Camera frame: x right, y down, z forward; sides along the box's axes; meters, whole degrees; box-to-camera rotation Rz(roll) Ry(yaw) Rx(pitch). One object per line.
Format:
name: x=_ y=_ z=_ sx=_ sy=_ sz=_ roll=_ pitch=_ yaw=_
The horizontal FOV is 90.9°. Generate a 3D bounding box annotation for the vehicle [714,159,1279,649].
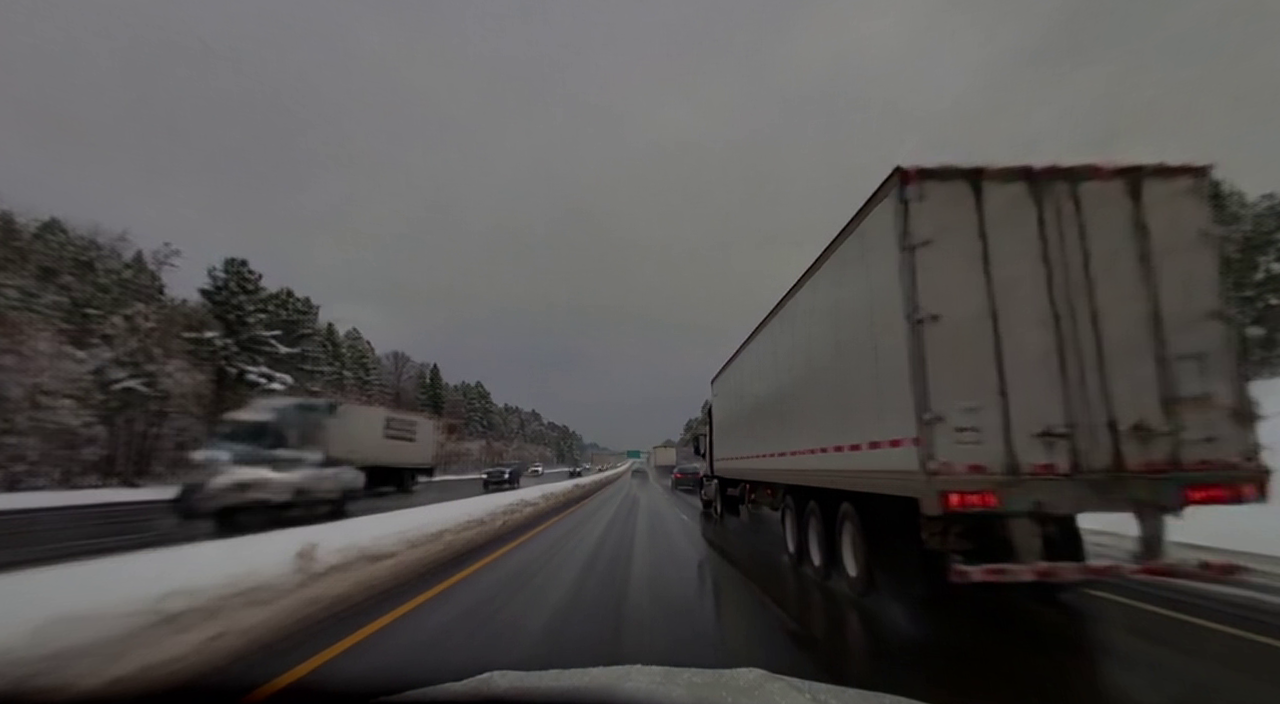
vehicle: x=3.714 y=1.563 z=12.199 sx=2.863 sy=4.088 sz=14.040 roll=1 pitch=-10 yaw=0

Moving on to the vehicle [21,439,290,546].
vehicle: x=-9.345 y=2.752 z=12.763 sx=1.996 sy=1.740 sz=4.245 roll=1 pitch=-10 yaw=0

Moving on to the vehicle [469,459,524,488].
vehicle: x=-9.730 y=8.315 z=43.252 sx=2.556 sy=1.770 sz=5.047 roll=1 pitch=-10 yaw=0

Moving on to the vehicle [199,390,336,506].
vehicle: x=-13.611 y=3.567 z=23.311 sx=3.002 sy=3.951 sz=2.753 roll=1 pitch=-10 yaw=0

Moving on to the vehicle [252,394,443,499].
vehicle: x=-13.616 y=4.960 z=31.658 sx=2.878 sy=4.073 sz=14.003 roll=1 pitch=-10 yaw=0
